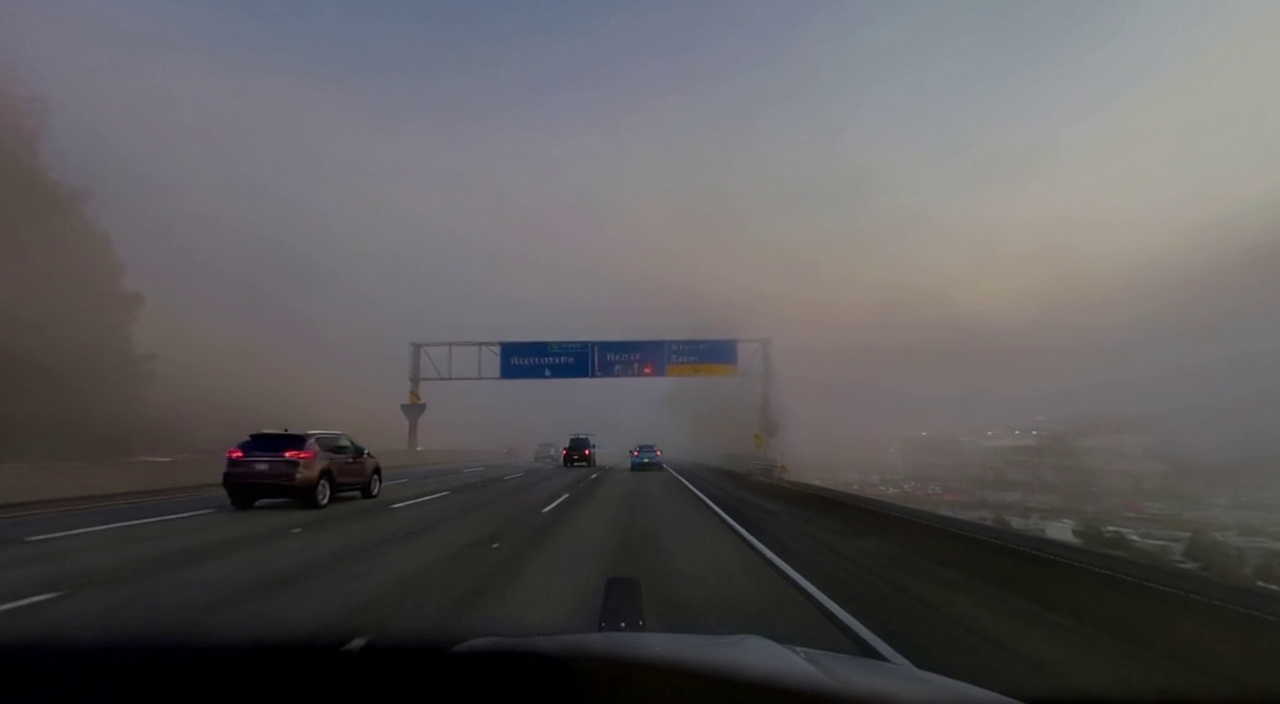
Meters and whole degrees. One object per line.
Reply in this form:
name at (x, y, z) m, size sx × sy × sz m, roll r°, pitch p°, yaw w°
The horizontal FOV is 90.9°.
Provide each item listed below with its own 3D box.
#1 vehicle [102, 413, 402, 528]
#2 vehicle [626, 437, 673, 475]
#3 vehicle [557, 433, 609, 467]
vehicle at (-7.625, 2.415, 13.565) m, size 2.521 × 1.901 × 5.988 m, roll 0°, pitch -8°, yaw 2°
vehicle at (0.443, 5.089, 31.211) m, size 2.135 × 1.697 × 4.757 m, roll 0°, pitch -8°, yaw 0°
vehicle at (-3.650, 6.432, 41.551) m, size 2.751 × 2.050 × 5.761 m, roll 0°, pitch -8°, yaw 1°
